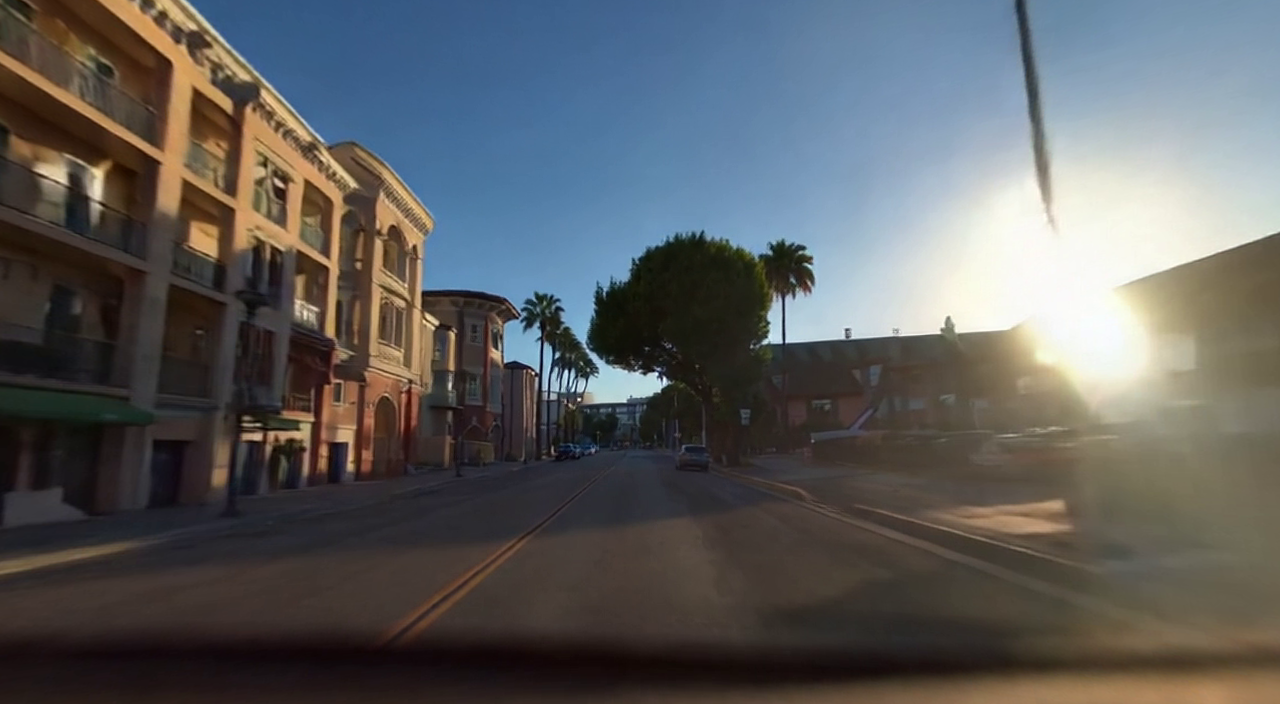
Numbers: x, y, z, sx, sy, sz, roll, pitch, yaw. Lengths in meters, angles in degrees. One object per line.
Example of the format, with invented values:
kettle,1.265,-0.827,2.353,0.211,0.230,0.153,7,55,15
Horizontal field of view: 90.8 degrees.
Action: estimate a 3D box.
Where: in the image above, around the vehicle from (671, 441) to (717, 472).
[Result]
vehicle,2.853,5.648,34.317,1.985,1.543,4.112,0,-8,-2
